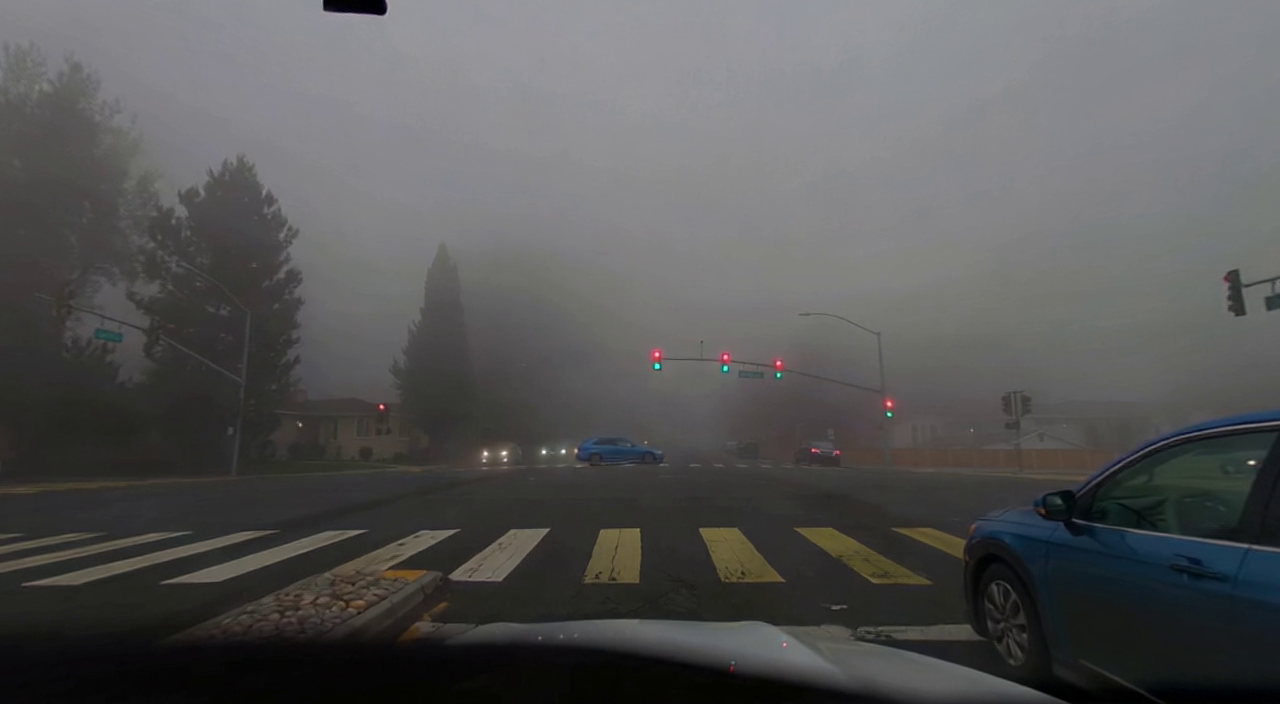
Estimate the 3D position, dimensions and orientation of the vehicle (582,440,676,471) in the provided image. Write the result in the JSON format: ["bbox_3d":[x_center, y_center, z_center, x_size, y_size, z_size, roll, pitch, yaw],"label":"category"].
[{"bbox_3d":[-0.512,5.468,33.647,2.104,1.518,4.999,-8,-12,43],"label":"vehicle"}]

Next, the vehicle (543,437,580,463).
[{"bbox_3d":[-5.531,6.980,44.985,2.091,1.707,4.157,0,-9,0],"label":"vehicle"}]

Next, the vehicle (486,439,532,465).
[{"bbox_3d":[-8.951,6.861,43.622,2.028,1.654,5.027,0,-9,1],"label":"vehicle"}]

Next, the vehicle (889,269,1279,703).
[{"bbox_3d":[2.705,0.706,1.712,2.085,1.800,4.908,0,-9,1],"label":"vehicle"}]
